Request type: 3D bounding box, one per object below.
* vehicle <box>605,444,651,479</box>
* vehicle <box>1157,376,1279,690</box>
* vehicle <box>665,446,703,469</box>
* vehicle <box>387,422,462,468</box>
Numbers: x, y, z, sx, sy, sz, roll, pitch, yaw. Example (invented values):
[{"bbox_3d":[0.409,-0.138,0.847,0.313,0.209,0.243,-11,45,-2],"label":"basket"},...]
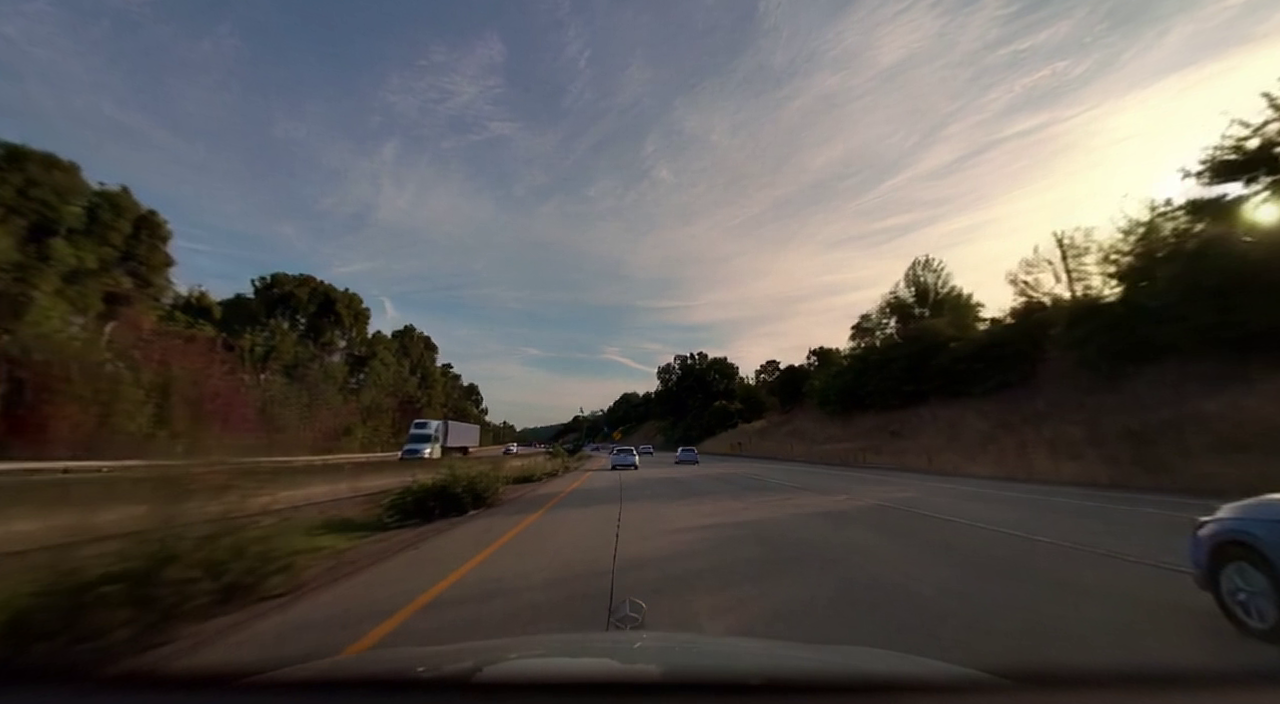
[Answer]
[{"bbox_3d":[-0.587,5.226,30.222,2.050,1.534,3.771,0,-9,-2],"label":"vehicle"},{"bbox_3d":[4.356,0.745,2.010,2.013,1.623,3.916,0,-9,0],"label":"vehicle"},{"bbox_3d":[3.000,7.257,43.642,2.008,1.504,4.291,1,-9,-4],"label":"vehicle"},{"bbox_3d":[-12.618,5.560,37.429,2.320,2.442,6.292,-1,-9,-1],"label":"vehicle"}]
